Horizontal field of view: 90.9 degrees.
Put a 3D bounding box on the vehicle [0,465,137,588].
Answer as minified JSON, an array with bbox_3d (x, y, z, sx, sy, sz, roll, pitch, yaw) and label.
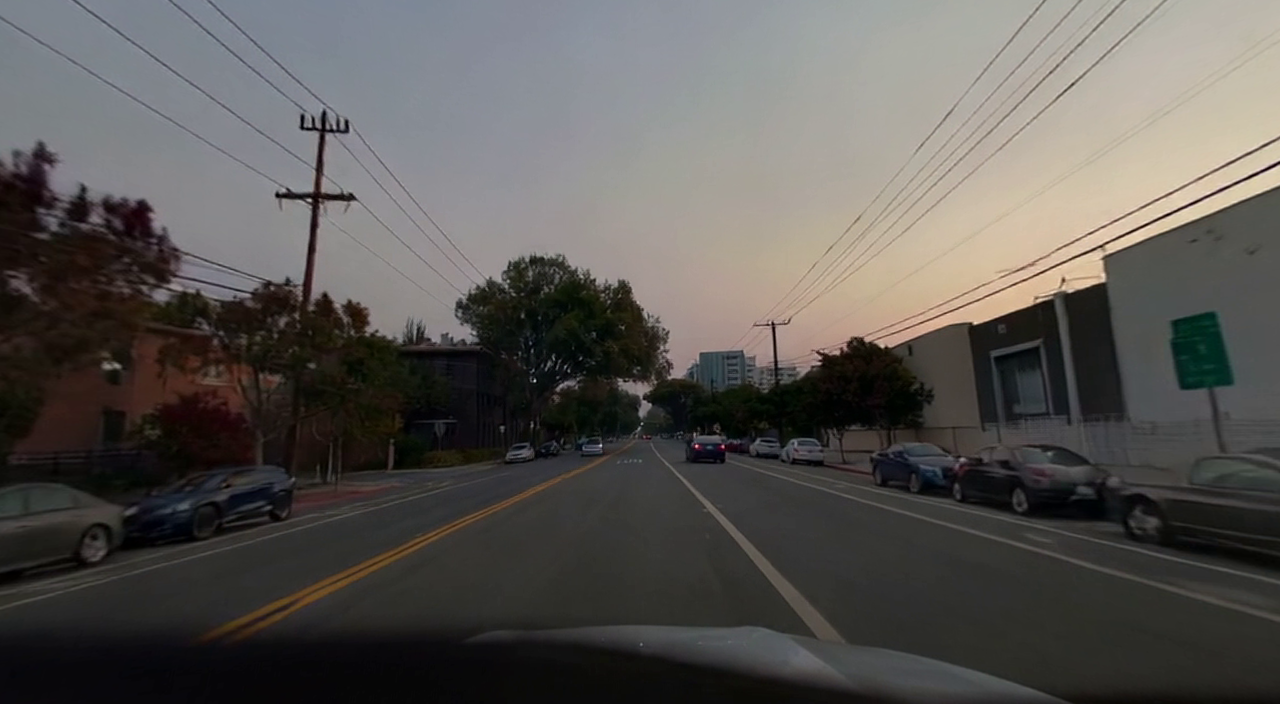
[{"bbox_3d":[-9.470,2.438,8.399,1.944,1.524,4.404,-5,-8,1],"label":"vehicle"}]

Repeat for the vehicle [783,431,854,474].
[{"bbox_3d":[7.964,4.507,28.598,1.879,1.765,4.339,0,-8,-1],"label":"vehicle"}]

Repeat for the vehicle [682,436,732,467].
[{"bbox_3d":[3.505,5.307,33.873,2.059,1.489,4.629,0,-8,-2],"label":"vehicle"}]

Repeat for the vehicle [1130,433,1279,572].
[{"bbox_3d":[7.660,1.515,6.221,1.943,1.441,4.494,0,-8,-1],"label":"vehicle"}]

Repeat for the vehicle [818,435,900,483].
[{"bbox_3d":[8.004,3.913,23.351,1.836,1.500,3.630,3,-8,2],"label":"vehicle"}]

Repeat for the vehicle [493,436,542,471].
[{"bbox_3d":[-8.891,7.314,46.081,2.419,2.087,5.334,-3,-6,0],"label":"vehicle"}]

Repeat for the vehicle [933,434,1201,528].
[{"bbox_3d":[7.876,2.384,12.340,2.093,1.472,4.434,0,-8,-1],"label":"vehicle"}]

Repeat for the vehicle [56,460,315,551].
[{"bbox_3d":[-9.403,3.165,13.741,2.117,1.474,4.740,-1,-8,0],"label":"vehicle"}]

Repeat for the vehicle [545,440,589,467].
[{"bbox_3d":[-4.181,5.909,36.879,1.989,1.474,4.112,-1,-8,2],"label":"vehicle"}]
